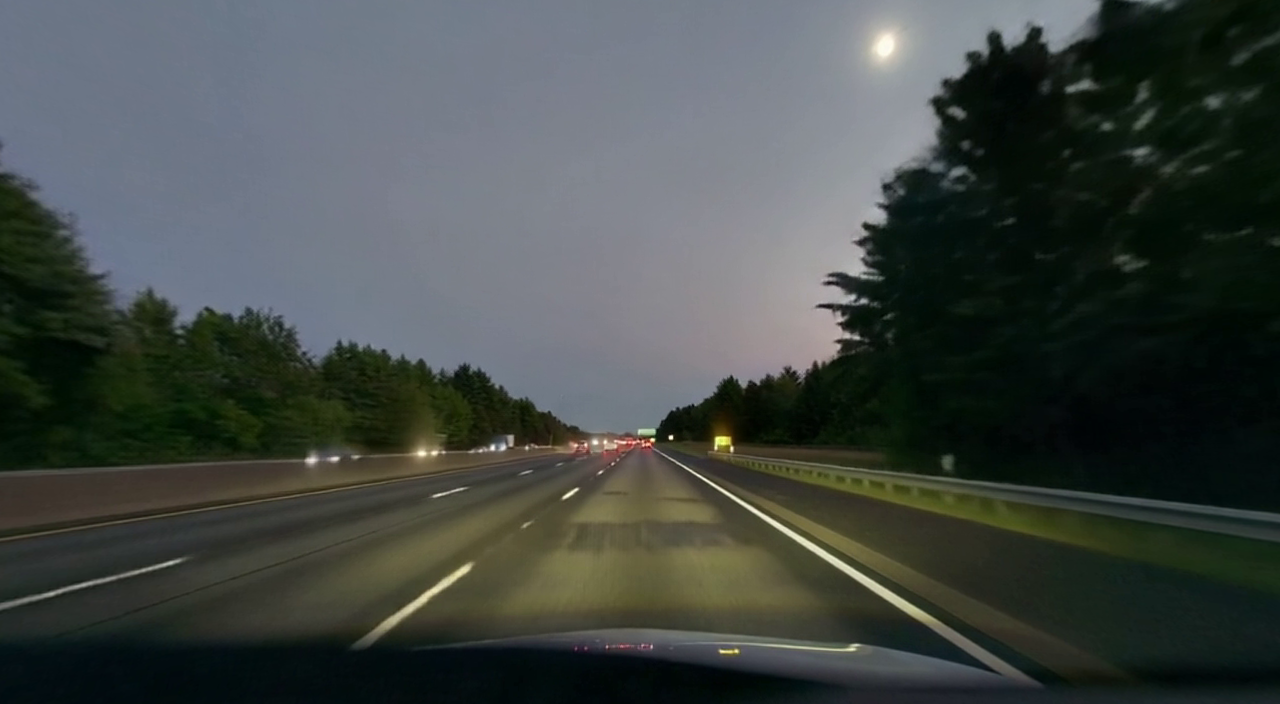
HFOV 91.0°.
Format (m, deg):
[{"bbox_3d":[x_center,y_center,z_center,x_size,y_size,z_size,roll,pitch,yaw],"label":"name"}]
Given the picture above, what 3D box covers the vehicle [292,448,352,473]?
[{"bbox_3d":[-19.146,6.519,38.086,1.683,1.420,3.650,0,-8,1],"label":"vehicle"}]
